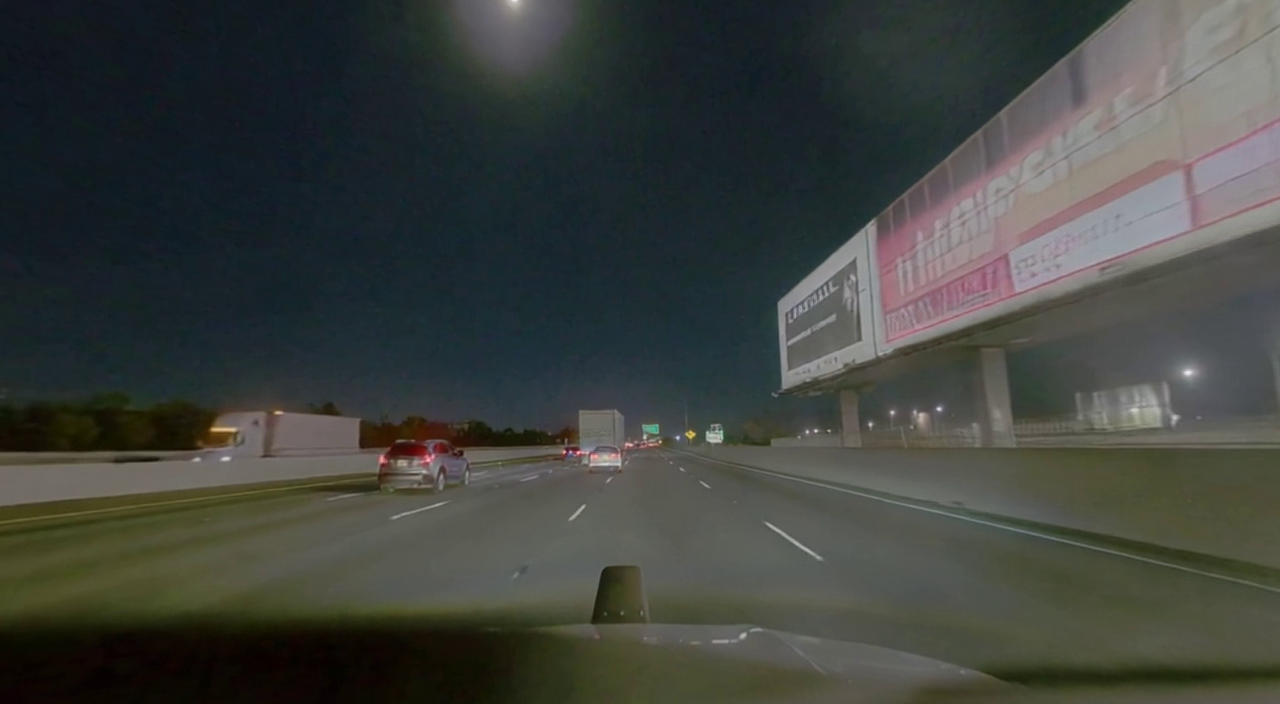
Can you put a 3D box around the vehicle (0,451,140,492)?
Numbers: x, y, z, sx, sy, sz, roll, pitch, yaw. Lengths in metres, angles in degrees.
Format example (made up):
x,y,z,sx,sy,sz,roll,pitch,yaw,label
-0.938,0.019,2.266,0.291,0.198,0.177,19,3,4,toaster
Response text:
x,y,z,sx,sy,sz,roll,pitch,yaw,label
-22.556,4.652,24.938,1.809,1.439,4.530,0,-9,0,vehicle

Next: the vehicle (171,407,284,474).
x,y,z,sx,sy,sz,roll,pitch,yaw,label
-26.773,5.826,41.319,3.136,3.981,6.053,0,-9,0,vehicle

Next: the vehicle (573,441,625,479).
x,y,z,sx,sy,sz,roll,pitch,yaw,label
-1.796,4.864,28.579,2.168,1.597,3.615,0,-9,-1,vehicle

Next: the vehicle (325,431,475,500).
x,y,z,sx,sy,sz,roll,pitch,yaw,label
-6.926,3.336,18.968,2.401,1.759,5.126,0,-9,1,vehicle

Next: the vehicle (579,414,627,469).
x,y,z,sx,sy,sz,roll,pitch,yaw,label
-2.413,6.263,43.989,2.794,3.460,8.595,0,-9,0,vehicle
